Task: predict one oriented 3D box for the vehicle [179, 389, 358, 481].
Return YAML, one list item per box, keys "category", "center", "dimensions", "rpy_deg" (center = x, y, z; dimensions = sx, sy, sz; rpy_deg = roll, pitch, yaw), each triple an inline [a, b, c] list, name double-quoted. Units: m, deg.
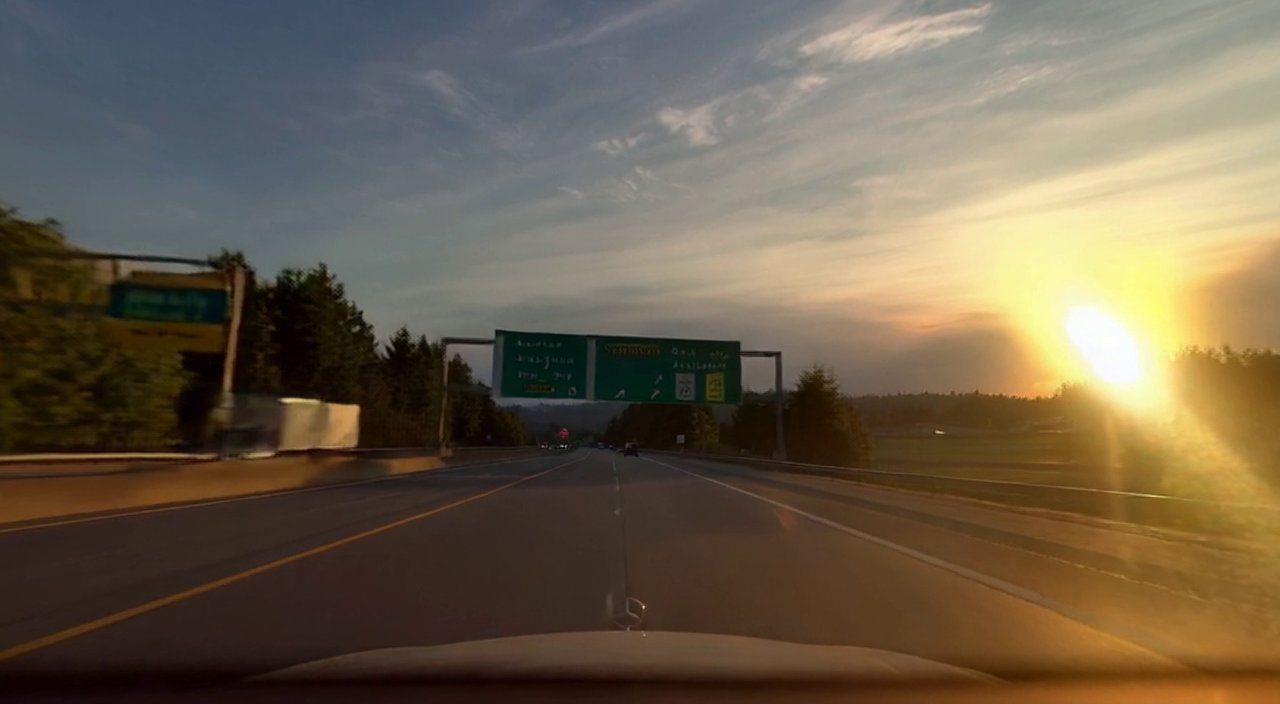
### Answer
- category: "vehicle"
  center: [-15.936, 3.807, 28.131]
  dimensions: [2.717, 3.464, 8.722]
  rpy_deg: [0, -9, -1]
